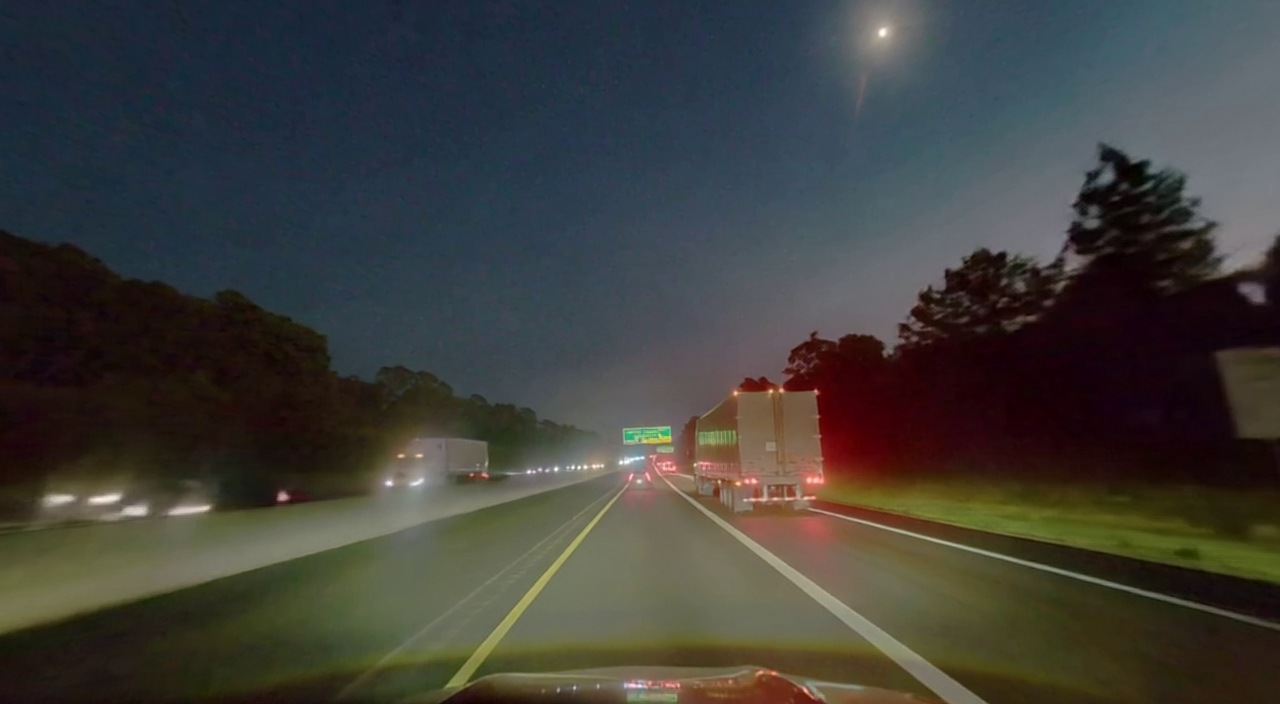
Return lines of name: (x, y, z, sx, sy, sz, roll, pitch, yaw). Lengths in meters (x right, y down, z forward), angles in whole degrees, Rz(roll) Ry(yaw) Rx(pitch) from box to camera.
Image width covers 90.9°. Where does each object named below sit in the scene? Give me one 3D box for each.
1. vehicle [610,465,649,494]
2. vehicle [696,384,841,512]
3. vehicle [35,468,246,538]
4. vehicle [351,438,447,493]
vehicle: (-0.541, 6.958, 34.516, 2.010, 1.436, 3.973, 1, -10, 0)
vehicle: (4.702, 4.325, 27.239, 3.218, 4.001, 14.492, 1, -10, 0)
vehicle: (-11.911, 3.590, 15.478, 1.806, 1.449, 4.063, 1, -10, 0)
vehicle: (-15.678, 7.525, 41.844, 2.912, 3.234, 8.258, 1, -10, 1)
